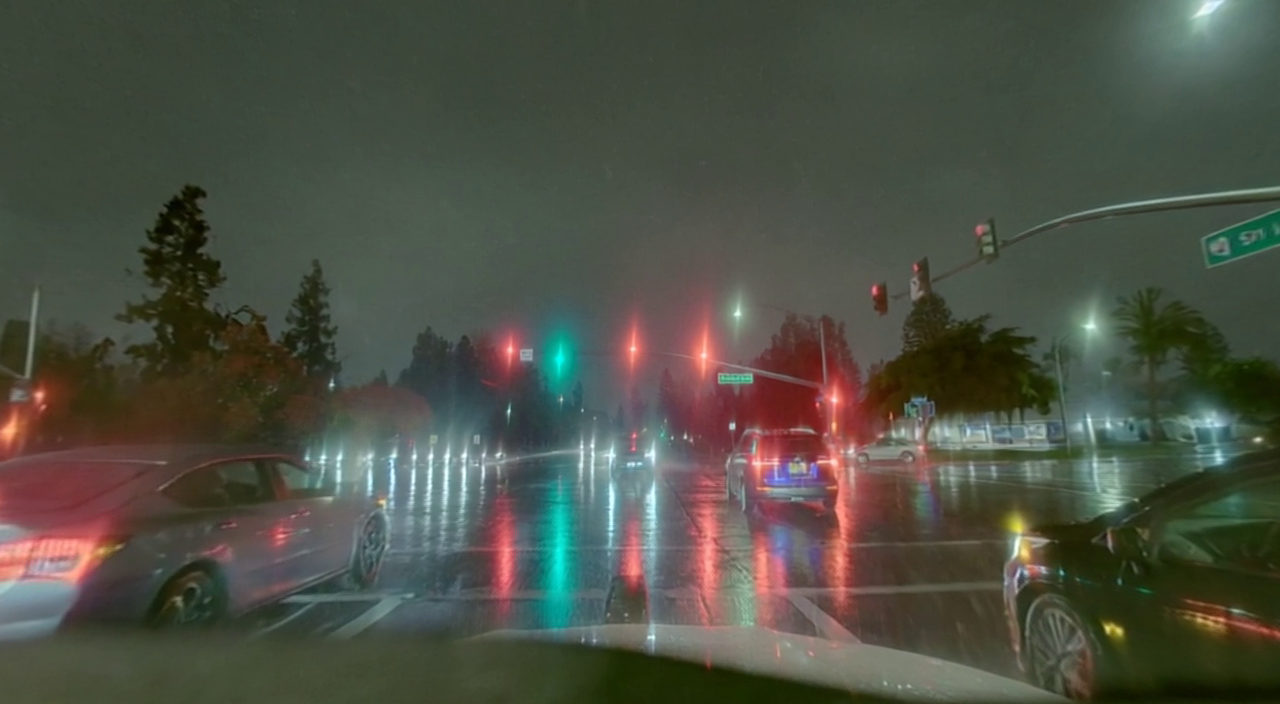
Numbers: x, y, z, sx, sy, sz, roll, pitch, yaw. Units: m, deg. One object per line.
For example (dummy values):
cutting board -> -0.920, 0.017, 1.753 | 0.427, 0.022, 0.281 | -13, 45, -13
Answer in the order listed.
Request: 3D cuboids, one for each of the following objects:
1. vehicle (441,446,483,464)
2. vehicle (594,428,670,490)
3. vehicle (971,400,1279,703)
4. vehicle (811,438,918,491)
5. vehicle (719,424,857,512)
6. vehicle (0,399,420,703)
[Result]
vehicle -> -13.974, 8.089, 49.756 | 1.926, 1.325, 4.162 | -1, -8, 3
vehicle -> -0.209, 3.394, 20.268 | 2.215, 1.749, 3.976 | 0, -8, 1
vehicle -> 3.113, 0.856, 1.832 | 1.960, 1.460, 4.233 | 0, -8, -1
vehicle -> 6.643, 3.345, 19.141 | 1.847, 1.432, 4.039 | 0, -8, 2
vehicle -> 3.202, 2.611, 14.705 | 2.097, 1.707, 4.461 | 0, -8, -1
vehicle -> -3.544, 1.284, 5.046 | 1.941, 1.492, 4.399 | 0, -8, 1
